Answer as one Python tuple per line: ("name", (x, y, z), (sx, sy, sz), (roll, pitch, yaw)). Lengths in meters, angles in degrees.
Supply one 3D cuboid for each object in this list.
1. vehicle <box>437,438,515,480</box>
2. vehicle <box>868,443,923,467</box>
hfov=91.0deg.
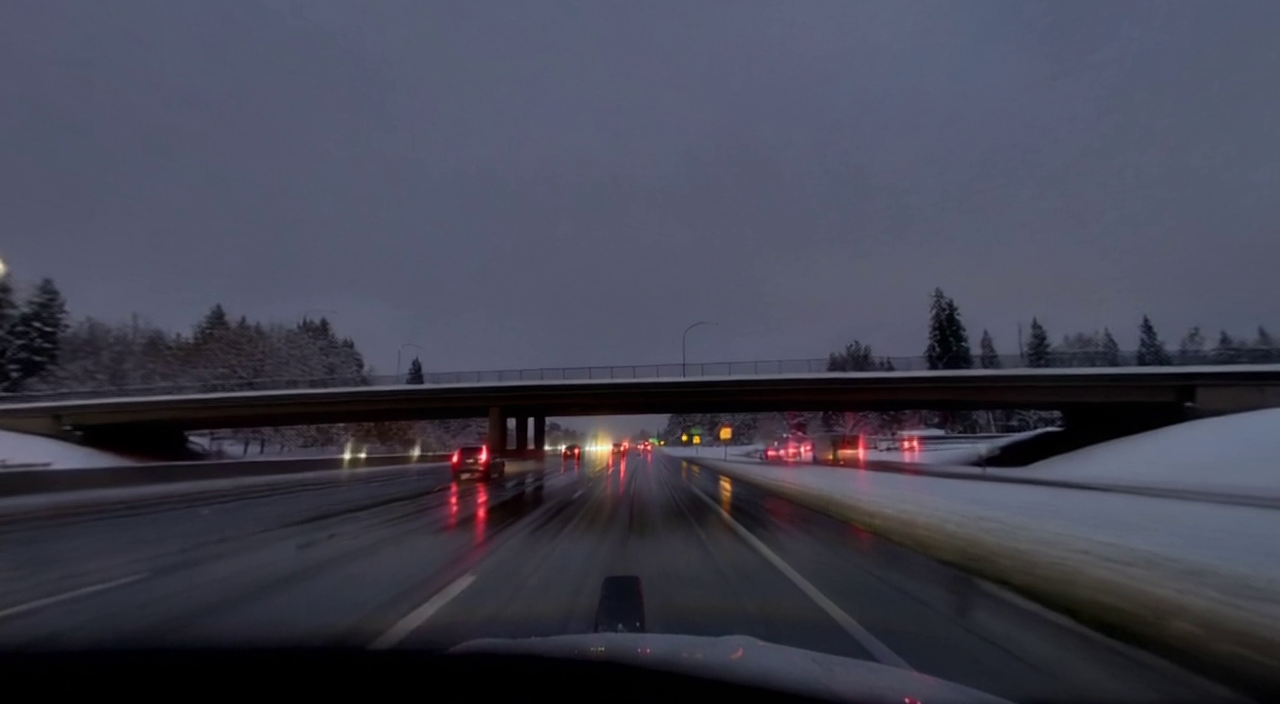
("vehicle", (-6.487, 4.272, 25.382), (1.985, 1.513, 4.172), (0, -8, 1))
("vehicle", (17.756, 7.164, 43.965), (1.884, 1.567, 4.692), (0, -8, 0))
